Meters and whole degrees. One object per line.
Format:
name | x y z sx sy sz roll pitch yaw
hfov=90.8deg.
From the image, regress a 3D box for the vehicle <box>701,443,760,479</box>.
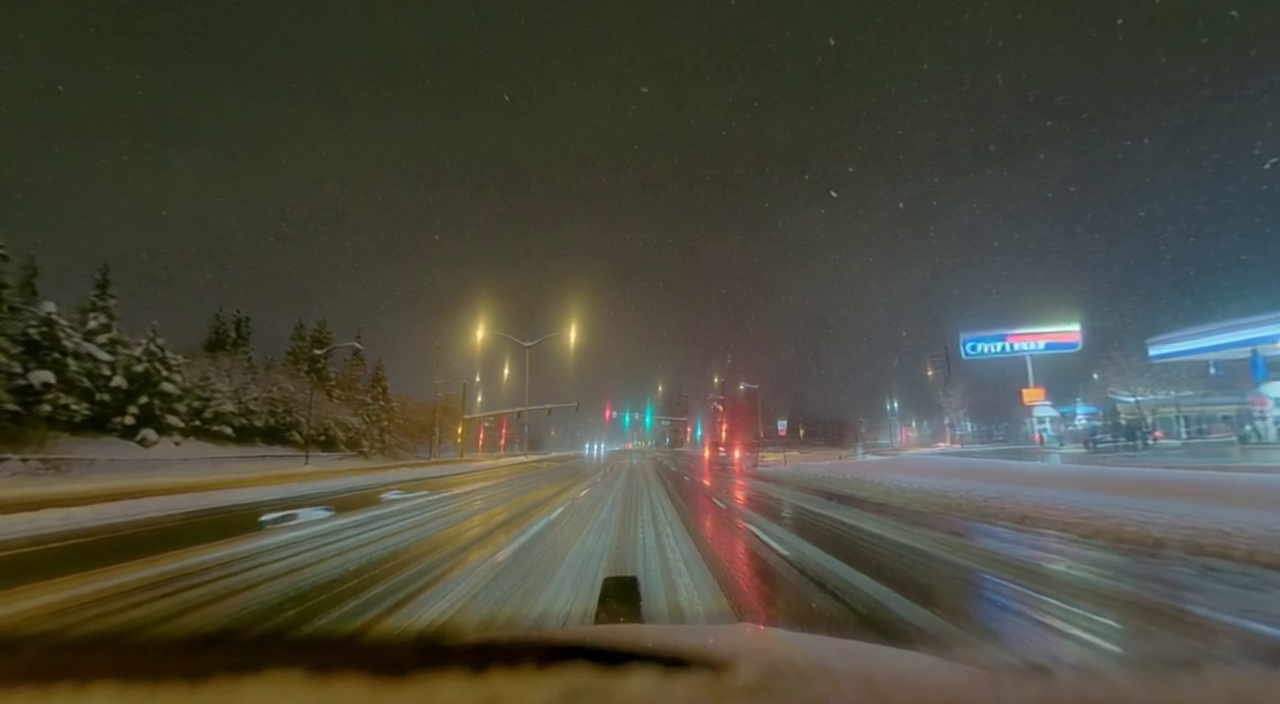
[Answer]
vehicle | 3.995 4.902 28.786 2.113 1.470 4.867 0 -8 2
